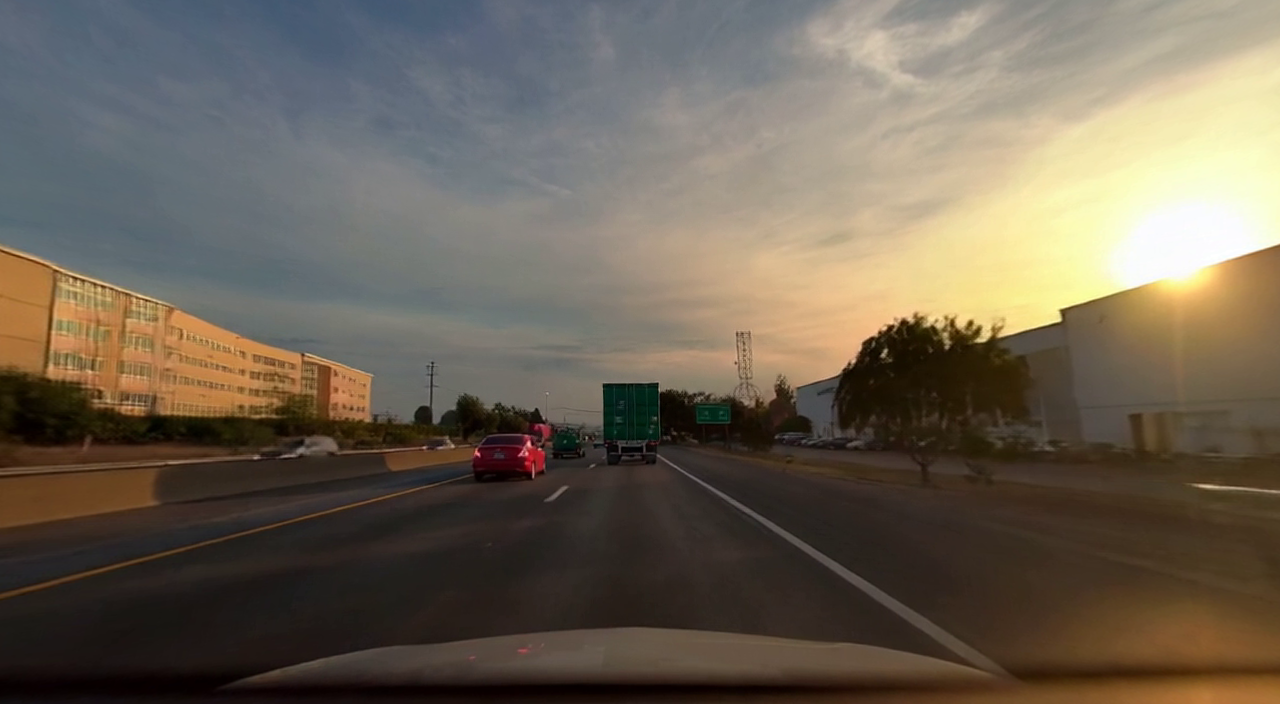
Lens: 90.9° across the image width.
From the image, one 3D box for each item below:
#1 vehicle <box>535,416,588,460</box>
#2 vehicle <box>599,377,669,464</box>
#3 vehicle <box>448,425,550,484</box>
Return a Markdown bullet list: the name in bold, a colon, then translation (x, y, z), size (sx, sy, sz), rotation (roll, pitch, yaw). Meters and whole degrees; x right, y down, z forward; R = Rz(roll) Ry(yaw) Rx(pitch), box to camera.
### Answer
- **vehicle**: translation (-5.191, 5.807, 42.749), size (2.717, 2.714, 6.997), rotation (0, -8, -1)
- **vehicle**: translation (-0.389, 3.899, 34.659), size (3.259, 4.066, 9.891), rotation (0, -8, -1)
- **vehicle**: translation (-4.266, 3.187, 20.027), size (2.005, 1.602, 5.131), rotation (0, -8, 1)
